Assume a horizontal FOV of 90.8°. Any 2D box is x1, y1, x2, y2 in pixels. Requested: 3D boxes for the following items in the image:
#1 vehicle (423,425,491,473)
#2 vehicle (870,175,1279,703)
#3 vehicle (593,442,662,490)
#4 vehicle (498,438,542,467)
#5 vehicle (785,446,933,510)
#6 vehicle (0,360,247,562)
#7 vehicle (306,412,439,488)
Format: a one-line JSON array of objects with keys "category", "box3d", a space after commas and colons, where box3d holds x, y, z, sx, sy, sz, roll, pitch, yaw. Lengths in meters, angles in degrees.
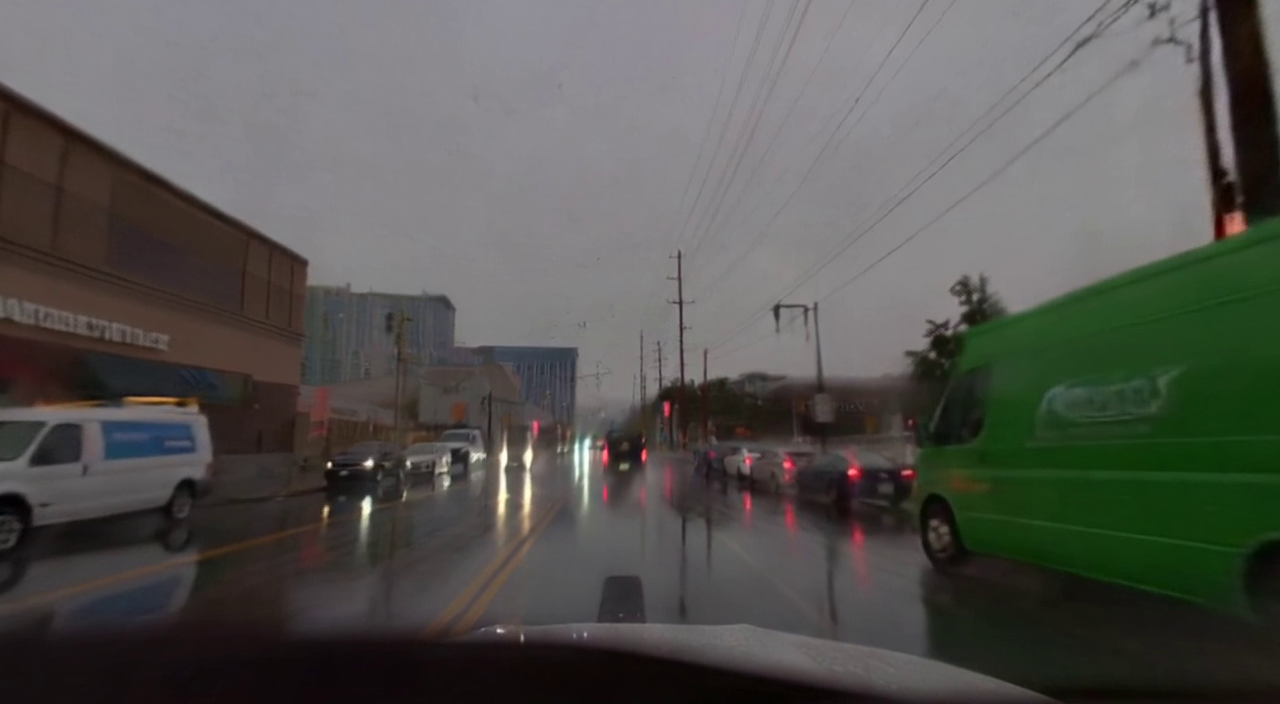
[{"category": "vehicle", "box3d": [-11.258, 6.048, 39.402, 2.724, 2.739, 5.663, 0, -9, -3]}, {"category": "vehicle", "box3d": [4.465, 0.699, 4.848, 2.492, 2.720, 6.884, 0, -9, -3]}, {"category": "vehicle", "box3d": [-0.466, 3.839, 21.674, 2.112, 1.464, 4.411, 0, -9, -2]}, {"category": "vehicle", "box3d": [-8.358, 7.086, 44.625, 2.456, 1.935, 4.769, 0, -9, -4]}, {"category": "vehicle", "box3d": [5.537, 3.223, 16.722, 1.921, 1.430, 4.455, 1, -9, -6]}, {"category": "vehicle", "box3d": [-10.009, 1.886, 11.228, 2.398, 2.723, 5.816, 0, -9, -2]}, {"category": "vehicle", "box3d": [-10.356, 3.907, 25.284, 2.964, 2.597, 6.437, 1, -9, -5]}]
